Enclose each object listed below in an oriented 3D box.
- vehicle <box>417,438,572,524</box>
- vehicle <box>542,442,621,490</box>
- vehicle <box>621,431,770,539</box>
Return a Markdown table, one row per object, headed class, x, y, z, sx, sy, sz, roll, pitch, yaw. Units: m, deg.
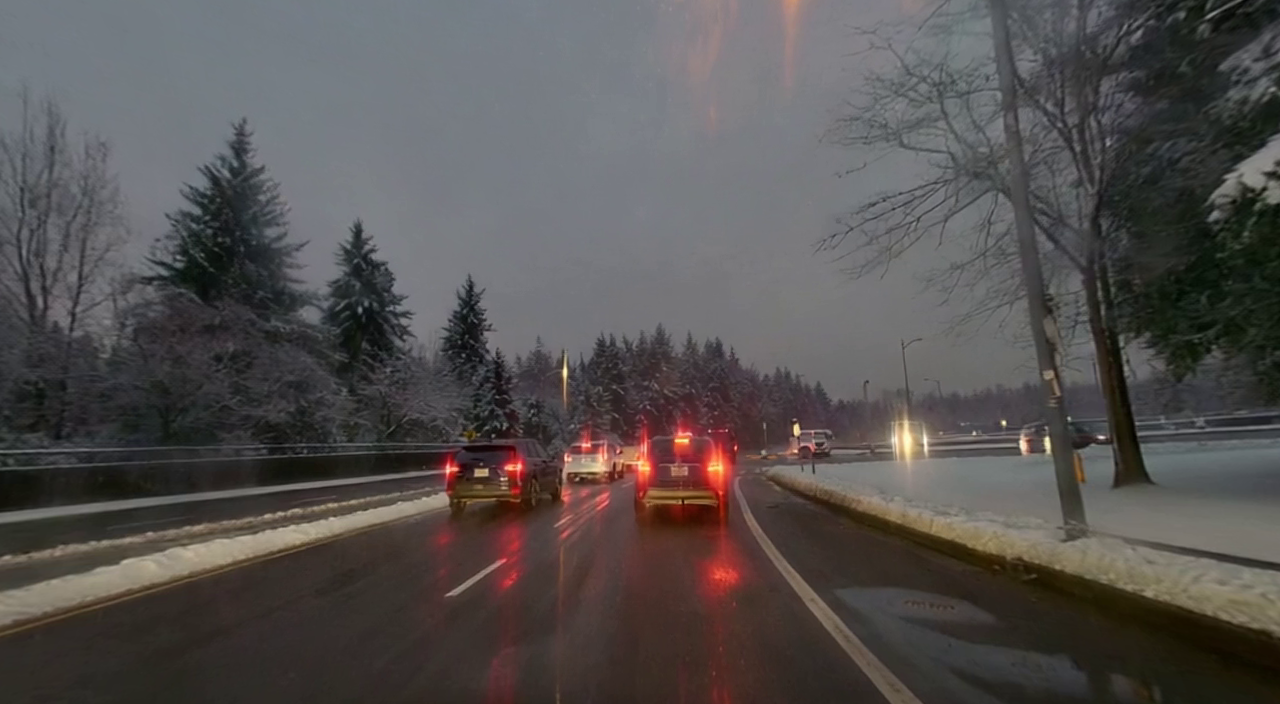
| class | x | y | z | sx | sy | sz | roll | pitch | yaw |
| --- | --- | --- | --- | --- | --- | --- | --- | --- | --- |
| vehicle | -2.828 | 2.609 | 13.335 | 1.940 | 1.502 | 4.241 | -1 | -9 | 5 |
| vehicle | -1.928 | 3.919 | 22.062 | 1.870 | 1.490 | 4.187 | -1 | -9 | 7 |
| vehicle | 0.888 | 2.240 | 11.203 | 2.142 | 1.528 | 4.133 | -1 | -9 | 3 |
